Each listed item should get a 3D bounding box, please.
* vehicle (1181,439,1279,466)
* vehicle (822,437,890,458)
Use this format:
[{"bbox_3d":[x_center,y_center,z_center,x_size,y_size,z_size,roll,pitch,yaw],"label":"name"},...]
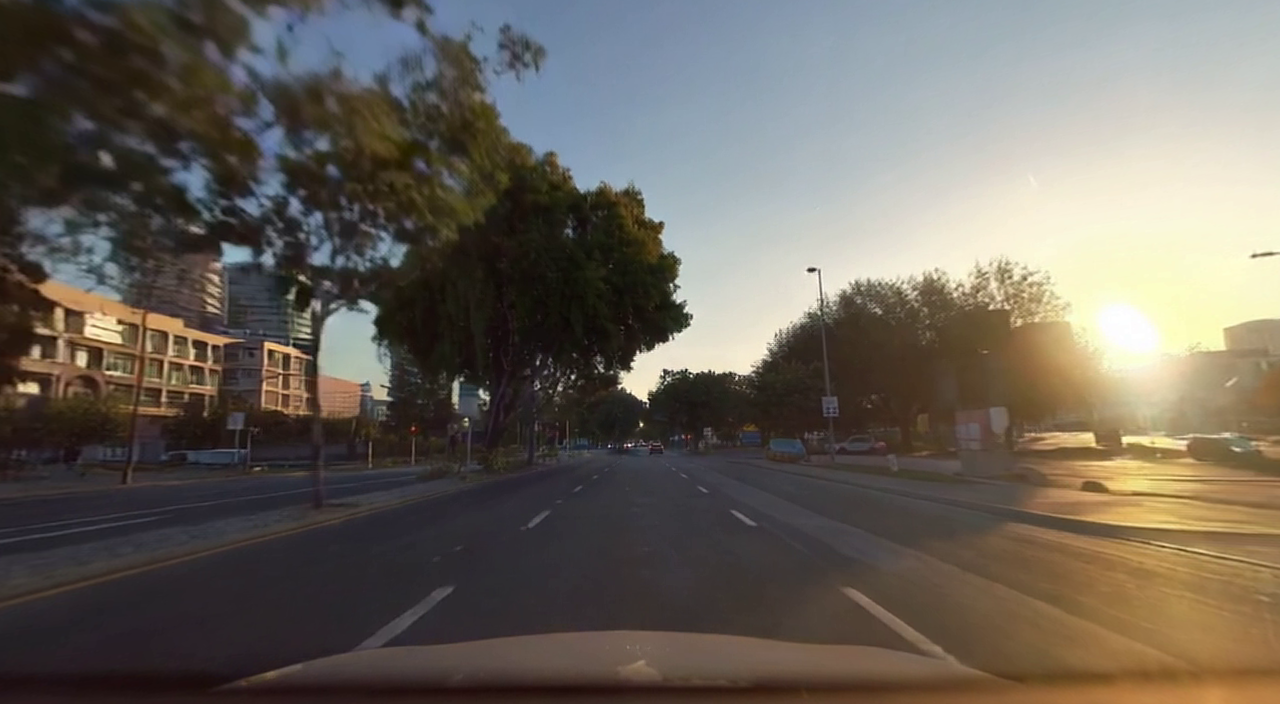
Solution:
[{"bbox_3d":[33.949,5.671,35.600,1.918,1.430,4.904,8,-11,-42],"label":"vehicle"},{"bbox_3d":[17.039,7.547,49.947,4.530,1.640,2.074,1,-8,-4],"label":"vehicle"}]
